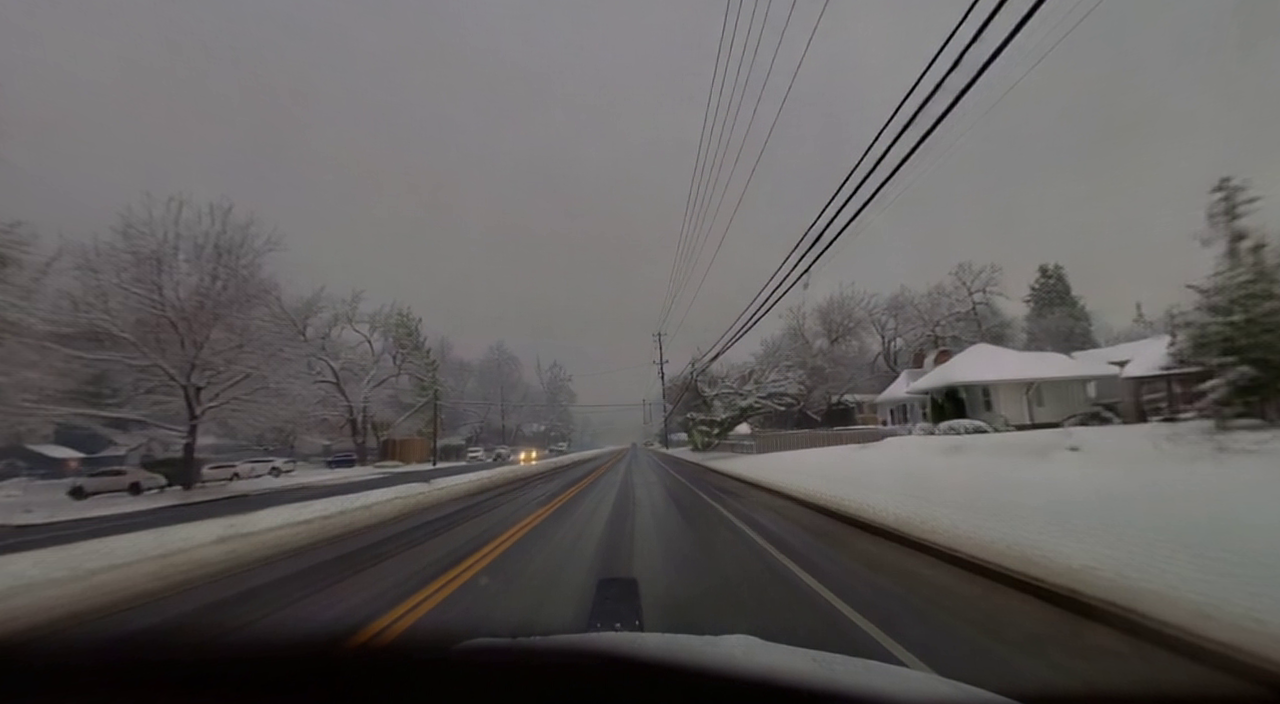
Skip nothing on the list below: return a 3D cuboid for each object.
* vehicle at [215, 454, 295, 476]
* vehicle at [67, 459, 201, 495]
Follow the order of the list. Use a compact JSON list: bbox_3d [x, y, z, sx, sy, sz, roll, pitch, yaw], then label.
[{"bbox_3d":[-28.612,8.389,47.058,4.599,1.533,2.029,0,-8,2],"label":"vehicle"},{"bbox_3d":[-22.386,5.521,28.089,4.243,1.455,2.005,0,-9,1],"label":"vehicle"}]
